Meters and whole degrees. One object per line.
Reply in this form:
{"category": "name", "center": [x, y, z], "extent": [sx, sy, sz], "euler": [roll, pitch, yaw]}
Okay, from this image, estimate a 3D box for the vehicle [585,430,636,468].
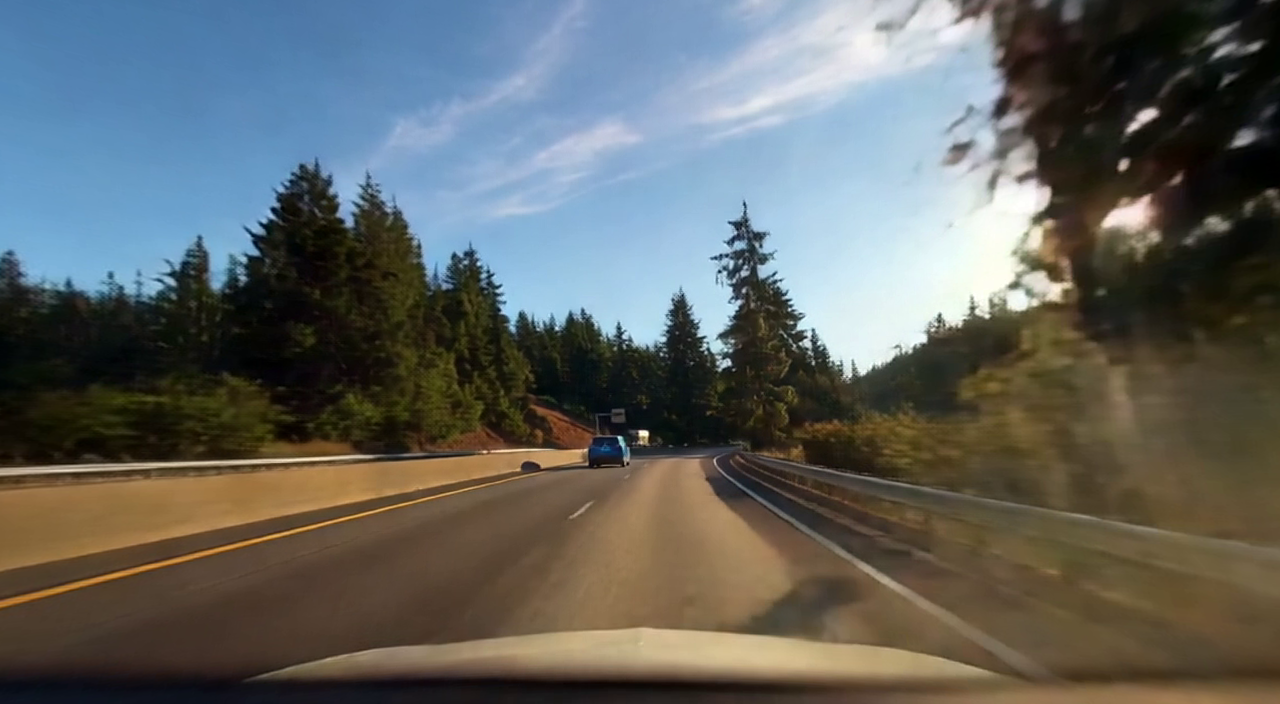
{"category": "vehicle", "center": [-1.400, 4.924, 32.218], "extent": [2.005, 1.752, 4.479], "euler": [-1, -8, 5]}
